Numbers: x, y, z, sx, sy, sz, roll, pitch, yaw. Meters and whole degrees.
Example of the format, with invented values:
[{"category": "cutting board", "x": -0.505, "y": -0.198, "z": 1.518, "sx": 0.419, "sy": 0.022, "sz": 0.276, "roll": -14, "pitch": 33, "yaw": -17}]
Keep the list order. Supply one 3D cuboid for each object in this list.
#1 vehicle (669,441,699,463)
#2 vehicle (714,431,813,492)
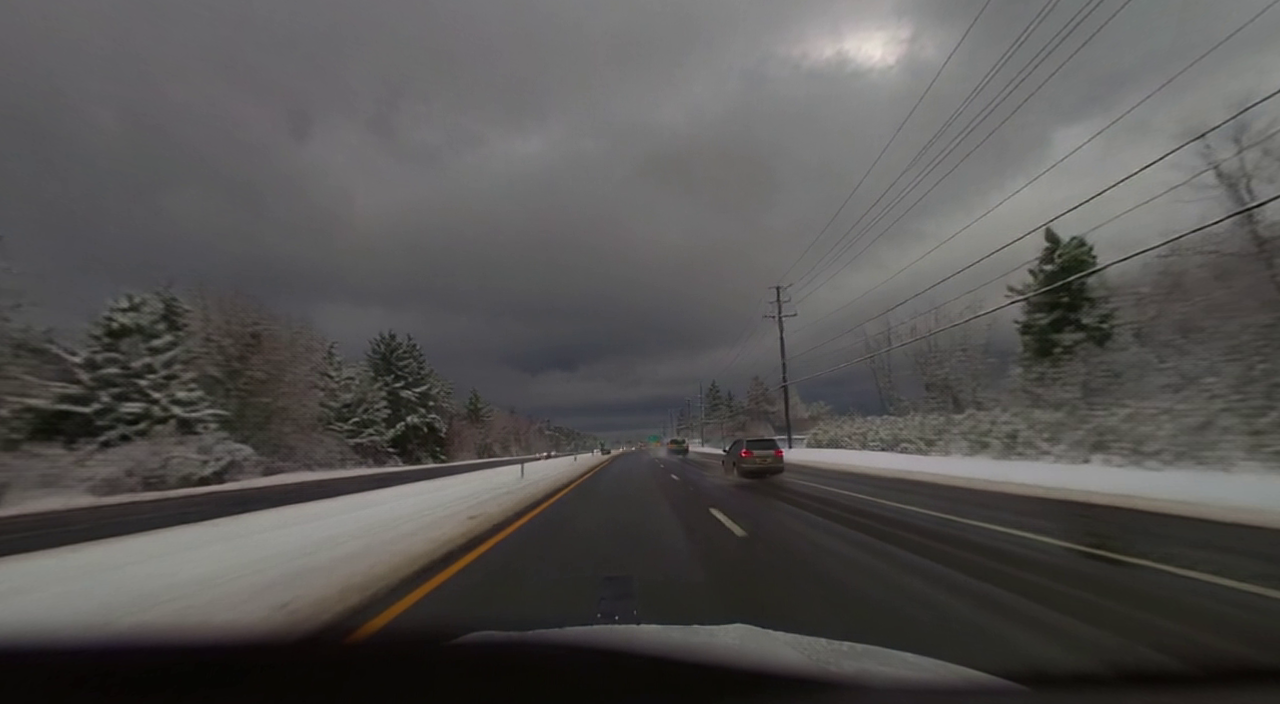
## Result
[{"category": "vehicle", "x": 3.174, "y": 7.294, "z": 46.183, "sx": 1.868, "sy": 1.507, "sz": 3.833, "roll": 0, "pitch": -8, "yaw": -1}, {"category": "vehicle", "x": 3.533, "y": 3.229, "z": 18.949, "sx": 1.977, "sy": 1.581, "sz": 4.428, "roll": 0, "pitch": -8, "yaw": -1}]
